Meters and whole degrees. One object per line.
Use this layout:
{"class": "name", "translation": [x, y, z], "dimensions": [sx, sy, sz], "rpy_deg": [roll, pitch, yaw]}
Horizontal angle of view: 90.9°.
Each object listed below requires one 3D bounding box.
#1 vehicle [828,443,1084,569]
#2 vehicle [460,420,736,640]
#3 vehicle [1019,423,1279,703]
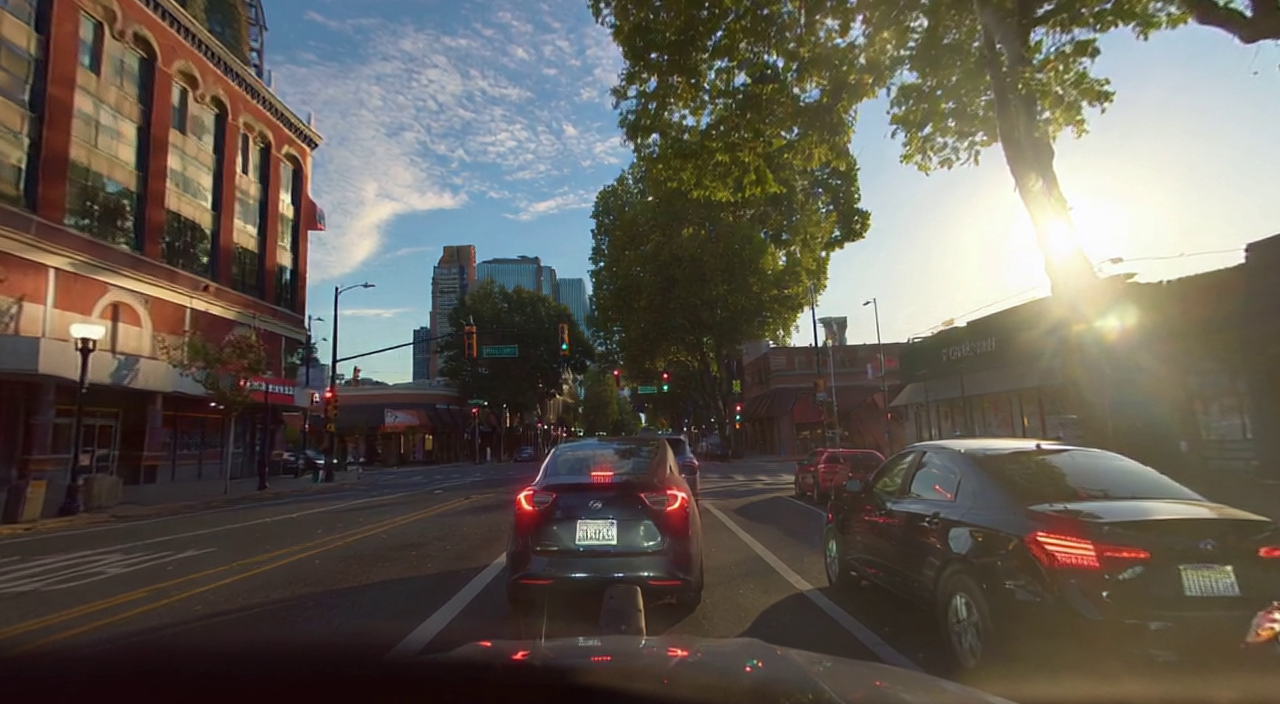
{"class": "vehicle", "translation": [4.537, 2.214, 10.042], "dimensions": [1.912, 1.505, 4.618], "rpy_deg": [-1, -8, 4]}
{"class": "vehicle", "translation": [-0.283, 1.495, 6.238], "dimensions": [1.888, 1.489, 3.703], "rpy_deg": [0, -8, 0]}
{"class": "vehicle", "translation": [3.178, 0.830, 1.106], "dimensions": [2.006, 1.496, 4.767], "rpy_deg": [0, -9, -1]}
